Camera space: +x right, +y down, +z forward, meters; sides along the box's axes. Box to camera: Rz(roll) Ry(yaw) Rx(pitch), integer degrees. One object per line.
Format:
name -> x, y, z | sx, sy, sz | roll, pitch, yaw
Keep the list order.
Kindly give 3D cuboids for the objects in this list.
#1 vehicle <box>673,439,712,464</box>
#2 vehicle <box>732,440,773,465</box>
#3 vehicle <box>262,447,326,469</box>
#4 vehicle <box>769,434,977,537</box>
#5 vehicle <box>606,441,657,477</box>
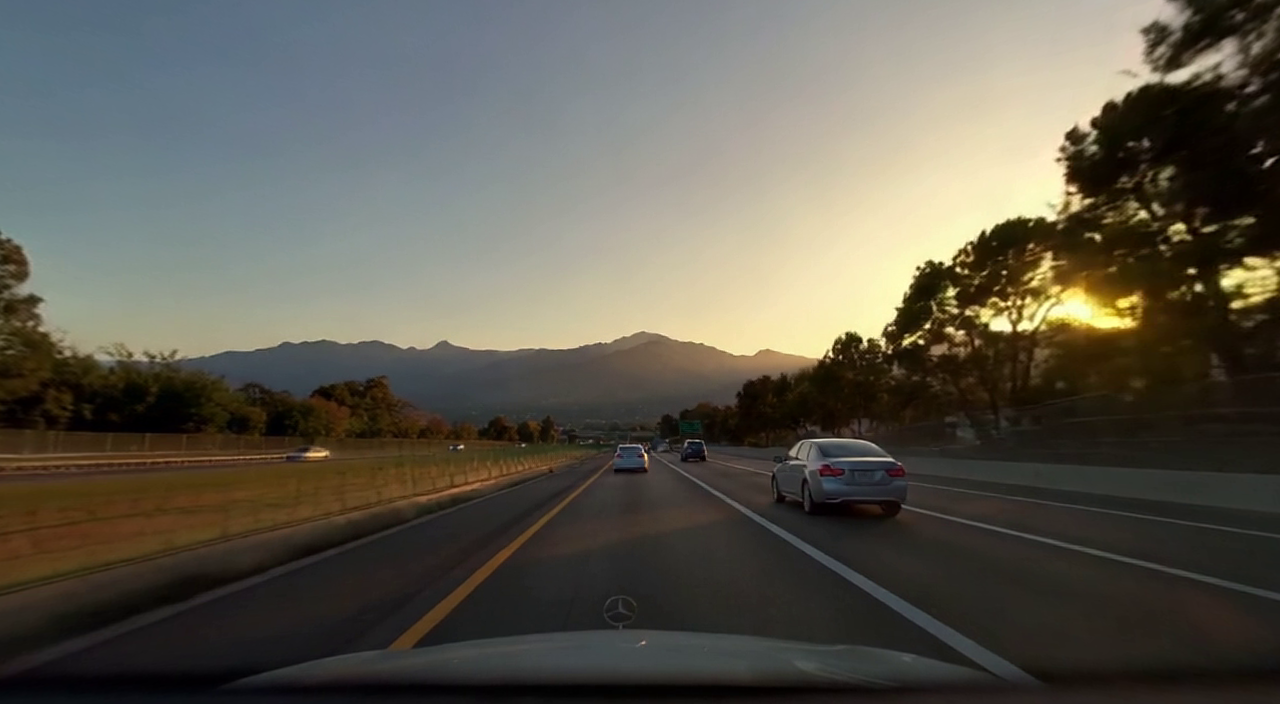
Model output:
vehicle -> 3.780, 7.317, 46.201 | 2.436, 1.704, 4.694 | 0, -9, 0
vehicle -> 7.719, 6.936, 43.577 | 1.996, 1.637, 3.990 | 0, -9, -1
vehicle -> -24.532, 7.518, 44.863 | 2.008, 1.459, 4.528 | 0, -9, 0
vehicle -> 3.734, 2.212, 11.055 | 1.957, 1.447, 4.241 | 0, -9, -1
vehicle -> -0.359, 4.663, 27.573 | 2.085, 1.449, 3.860 | 0, -9, 0
